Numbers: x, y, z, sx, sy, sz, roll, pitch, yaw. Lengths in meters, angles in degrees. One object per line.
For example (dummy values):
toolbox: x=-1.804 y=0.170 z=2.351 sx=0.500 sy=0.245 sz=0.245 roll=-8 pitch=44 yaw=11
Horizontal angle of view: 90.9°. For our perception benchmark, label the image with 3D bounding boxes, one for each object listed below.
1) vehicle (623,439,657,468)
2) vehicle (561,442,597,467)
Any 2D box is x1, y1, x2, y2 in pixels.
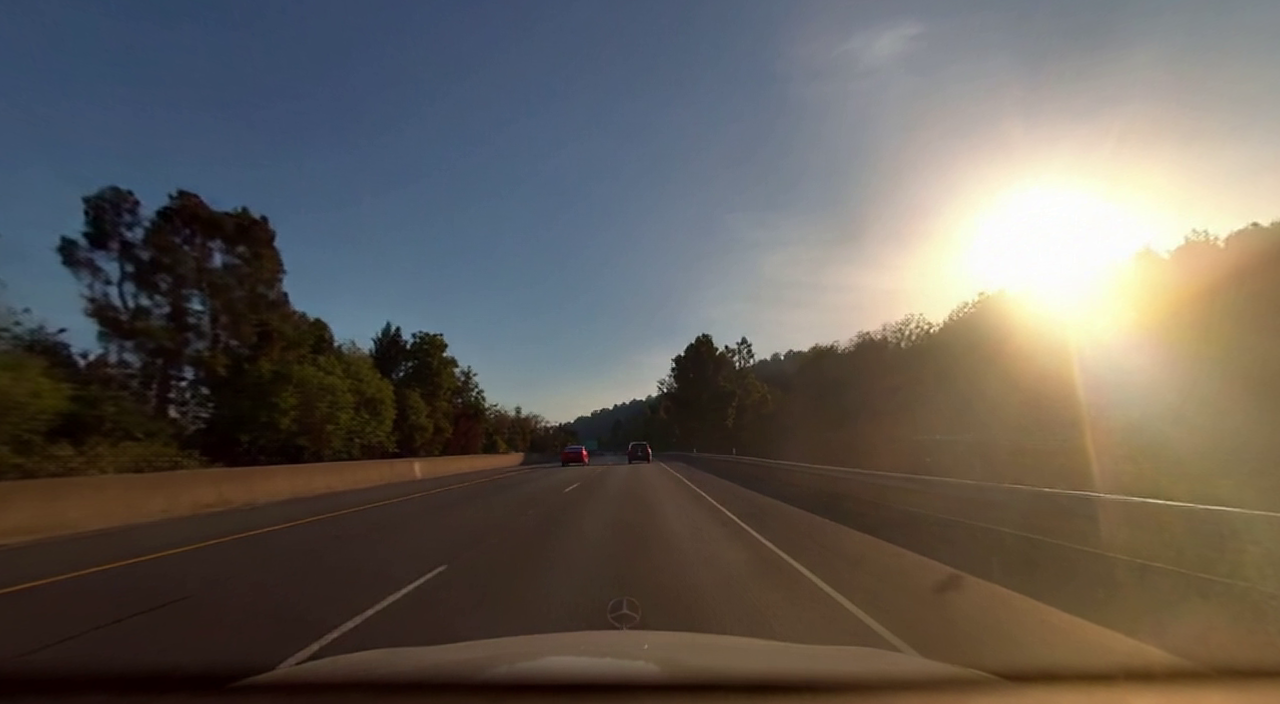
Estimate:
vehicle: x=-0.035 y=6.686 z=41.699 sx=2.126 sy=1.786 sz=3.958 roll=0 pitch=-9 yaw=-1
vehicle: x=-4.247 y=7.221 z=44.507 sx=2.113 sy=1.656 sz=4.215 roll=0 pitch=-9 yaw=0
